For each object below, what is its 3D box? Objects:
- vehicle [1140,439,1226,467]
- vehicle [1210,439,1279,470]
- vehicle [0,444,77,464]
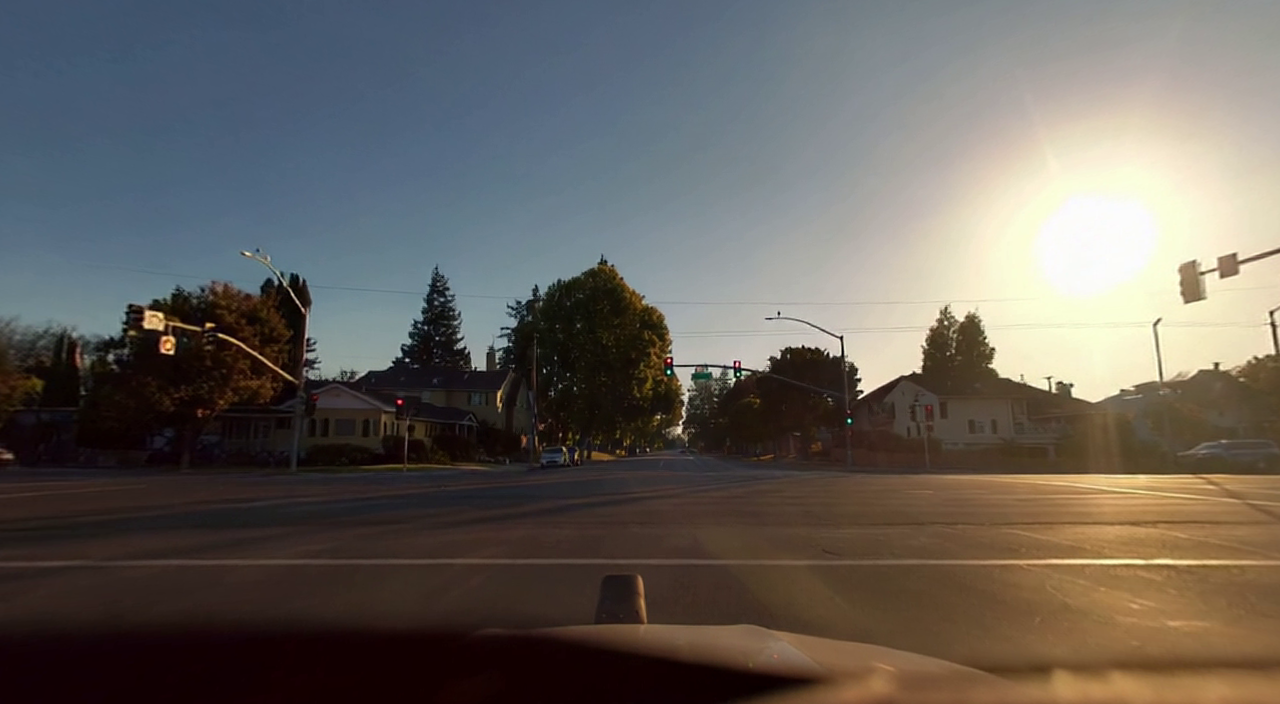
[{"bbox_3d":[36.794,6.852,42.981,1.853,1.723,4.460,0,-9,0],"label":"vehicle"},{"bbox_3d":[37.603,6.148,38.009,1.915,1.773,4.499,1,-9,-9],"label":"vehicle"},{"bbox_3d":[-44.257,7.490,46.479,3.949,1.422,1.744,0,-9,2],"label":"vehicle"}]
